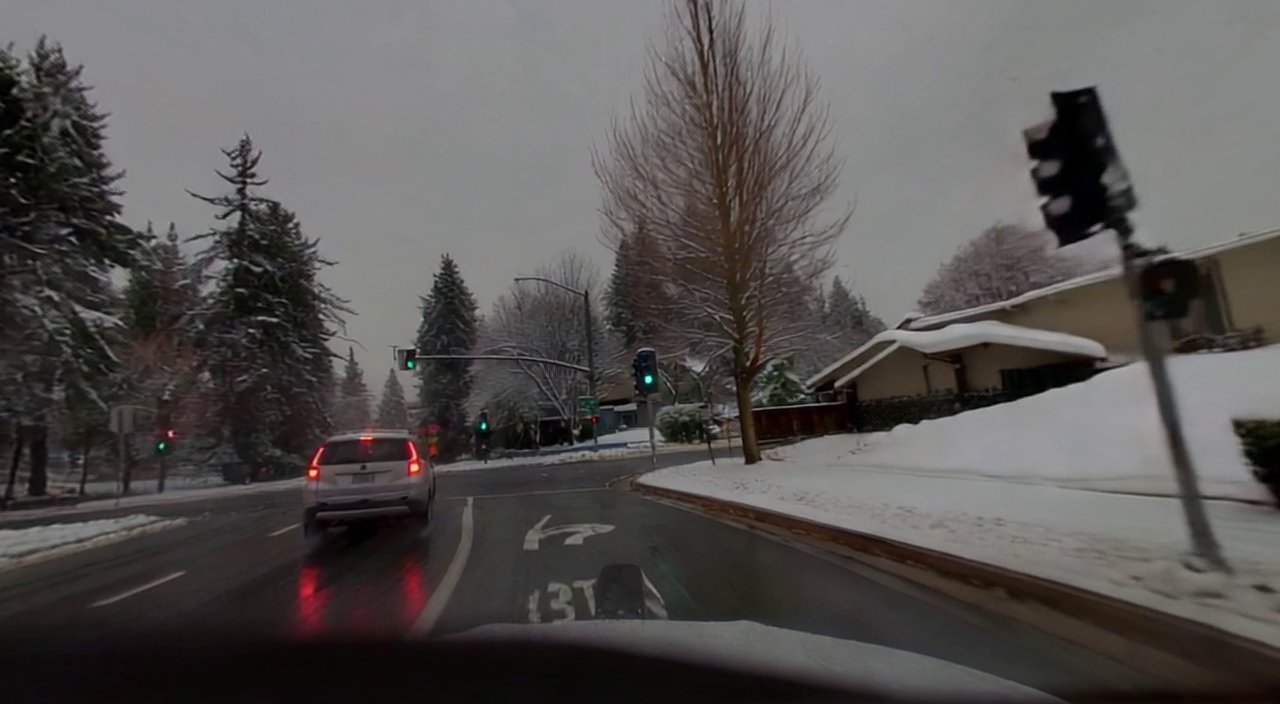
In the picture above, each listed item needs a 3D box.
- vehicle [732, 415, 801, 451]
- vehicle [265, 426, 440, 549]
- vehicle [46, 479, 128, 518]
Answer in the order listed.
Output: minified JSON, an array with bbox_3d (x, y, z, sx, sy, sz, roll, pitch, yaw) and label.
[{"bbox_3d":[5.664,3.739,28.825,1.911,1.516,4.251,0,-8,-5],"label":"vehicle"},{"bbox_3d":[-4.782,2.245,11.228,1.990,1.707,4.225,1,-9,-13],"label":"vehicle"},{"bbox_3d":[-29.831,7.850,34.235,1.943,1.677,4.176,3,-9,-21],"label":"vehicle"}]
